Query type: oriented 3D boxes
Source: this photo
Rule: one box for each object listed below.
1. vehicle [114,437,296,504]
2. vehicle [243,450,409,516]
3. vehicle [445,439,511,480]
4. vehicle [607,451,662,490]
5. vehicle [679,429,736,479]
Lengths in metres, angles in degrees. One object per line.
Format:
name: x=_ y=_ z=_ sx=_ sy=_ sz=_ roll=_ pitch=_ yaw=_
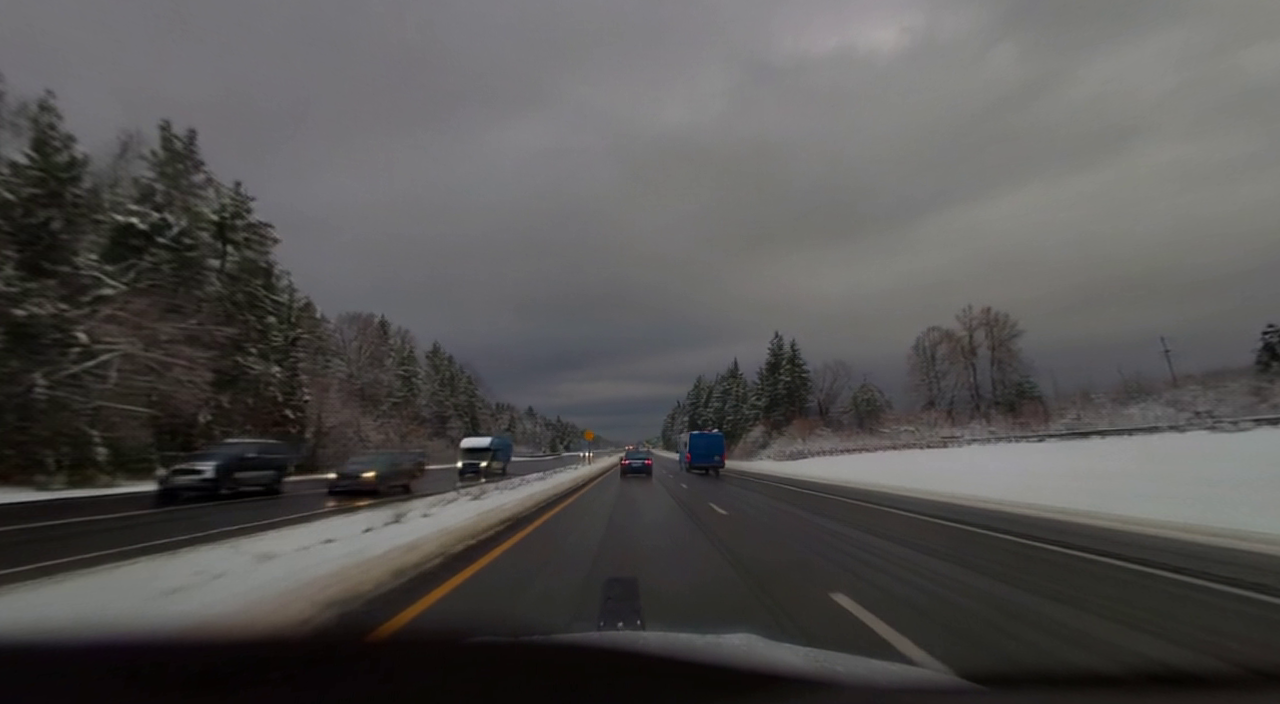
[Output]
vehicle: x=-11.865 y=3.251 z=17.630 sx=2.074 sy=1.614 sz=4.220 roll=0 pitch=-9 yaw=0
vehicle: x=-7.593 y=3.178 z=15.806 sx=1.970 sy=1.383 sz=4.178 roll=0 pitch=-9 yaw=0
vehicle: x=-7.918 y=5.303 z=31.304 sx=2.023 sy=1.871 sz=4.993 roll=0 pitch=-9 yaw=-1
vehicle: x=-0.200 y=4.742 z=25.580 sx=2.037 sy=1.417 sz=3.885 roll=0 pitch=-9 yaw=0
vehicle: x=3.723 y=5.844 z=36.235 sx=2.513 sy=2.633 sz=5.930 roll=0 pitch=-9 yaw=-1
